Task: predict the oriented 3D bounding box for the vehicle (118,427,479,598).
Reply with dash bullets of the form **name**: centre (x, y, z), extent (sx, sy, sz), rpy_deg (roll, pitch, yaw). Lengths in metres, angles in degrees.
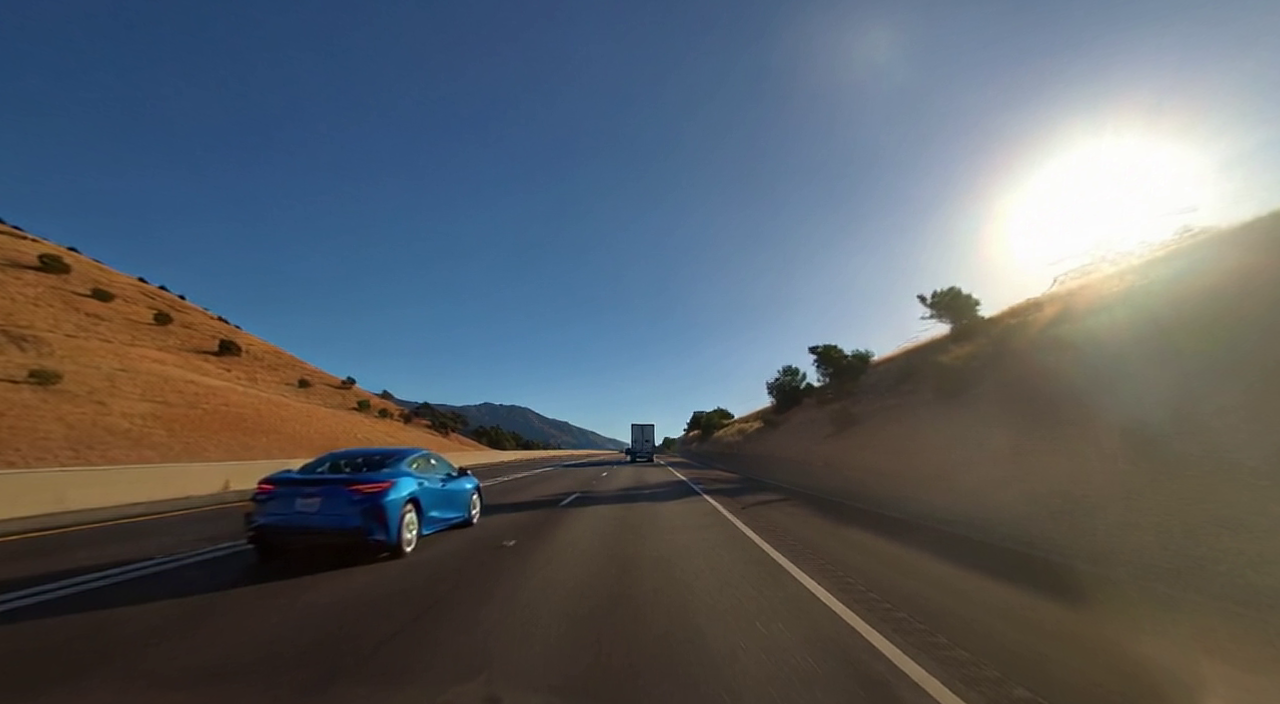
- **vehicle**: centre (-3.844, 1.869, 8.383), extent (2.038, 1.596, 4.769), rpy_deg (0, -8, 1)
